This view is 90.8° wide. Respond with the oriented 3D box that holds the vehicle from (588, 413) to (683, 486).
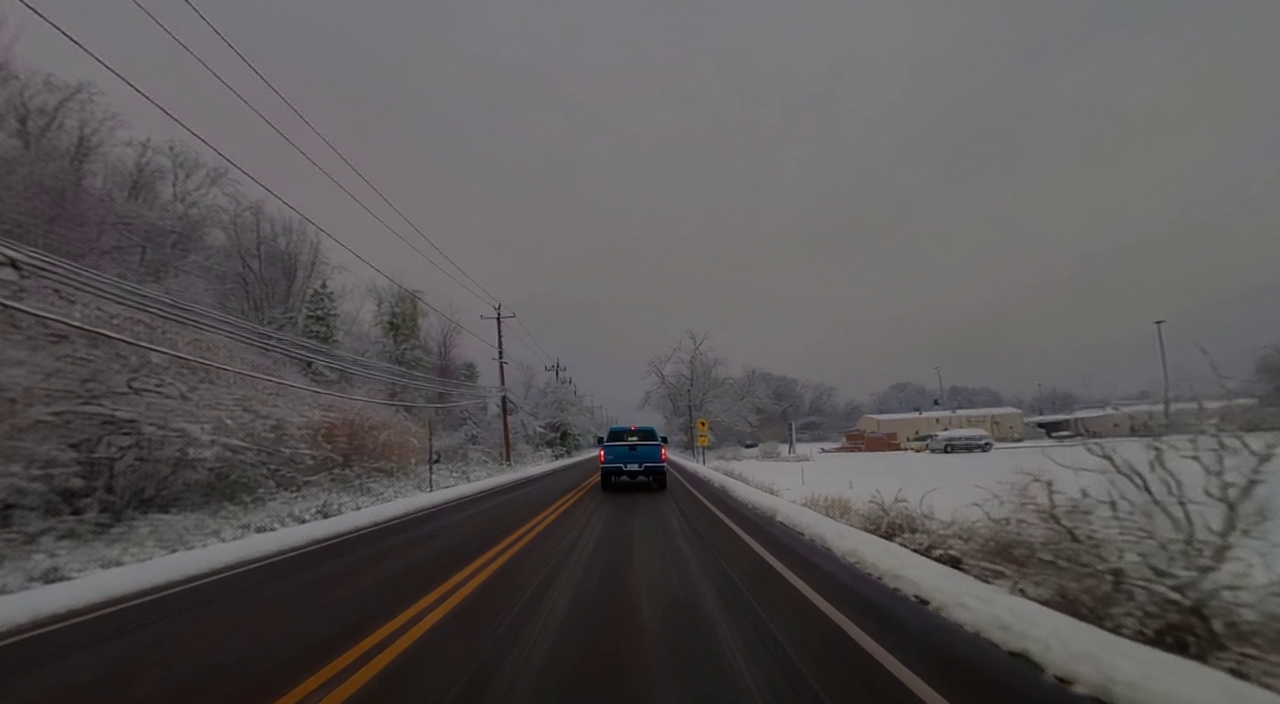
[{"bbox_3d":[-0.221,3.668,23.964,3.021,2.326,7.410,0,-8,-1],"label":"vehicle"}]
